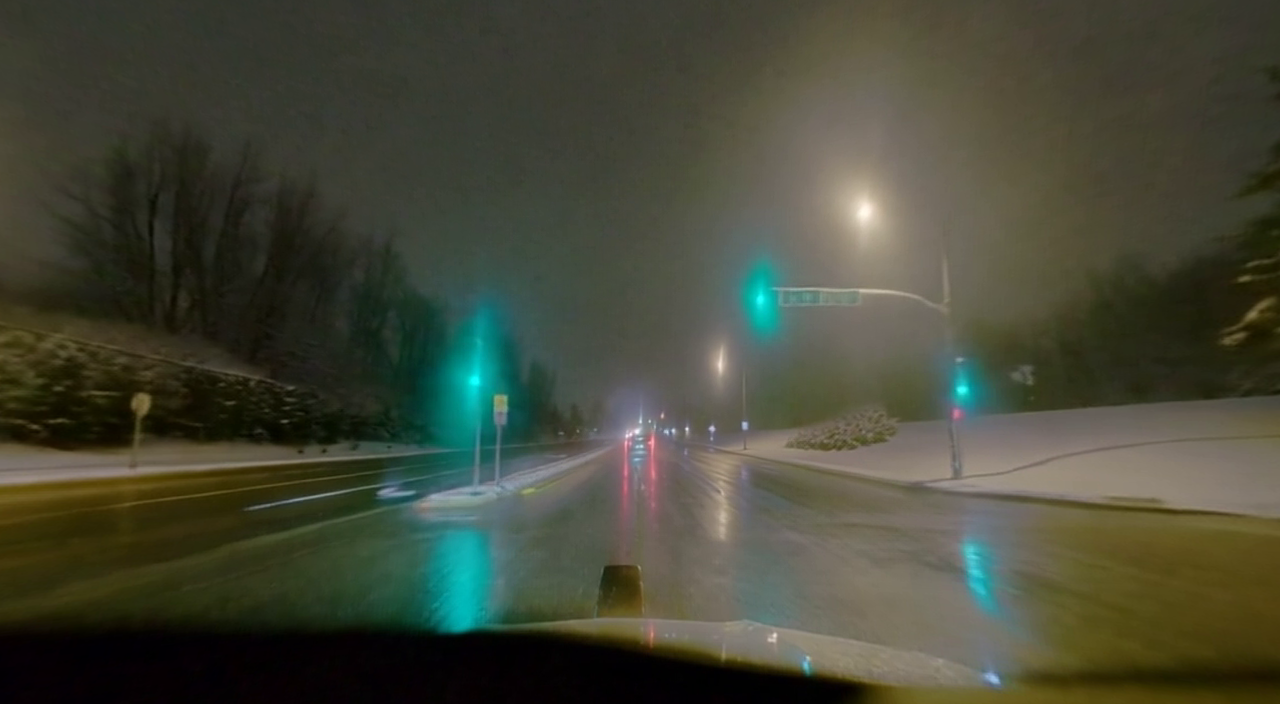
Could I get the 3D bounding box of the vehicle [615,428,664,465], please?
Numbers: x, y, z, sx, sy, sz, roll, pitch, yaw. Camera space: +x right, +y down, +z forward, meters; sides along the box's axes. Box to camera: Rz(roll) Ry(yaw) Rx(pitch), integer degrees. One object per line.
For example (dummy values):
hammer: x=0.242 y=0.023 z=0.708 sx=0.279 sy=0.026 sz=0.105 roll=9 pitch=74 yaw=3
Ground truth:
vehicle: x=-0.019 y=4.710 z=31.345 sx=2.256 sy=1.734 sz=4.176 roll=0 pitch=-8 yaw=0
